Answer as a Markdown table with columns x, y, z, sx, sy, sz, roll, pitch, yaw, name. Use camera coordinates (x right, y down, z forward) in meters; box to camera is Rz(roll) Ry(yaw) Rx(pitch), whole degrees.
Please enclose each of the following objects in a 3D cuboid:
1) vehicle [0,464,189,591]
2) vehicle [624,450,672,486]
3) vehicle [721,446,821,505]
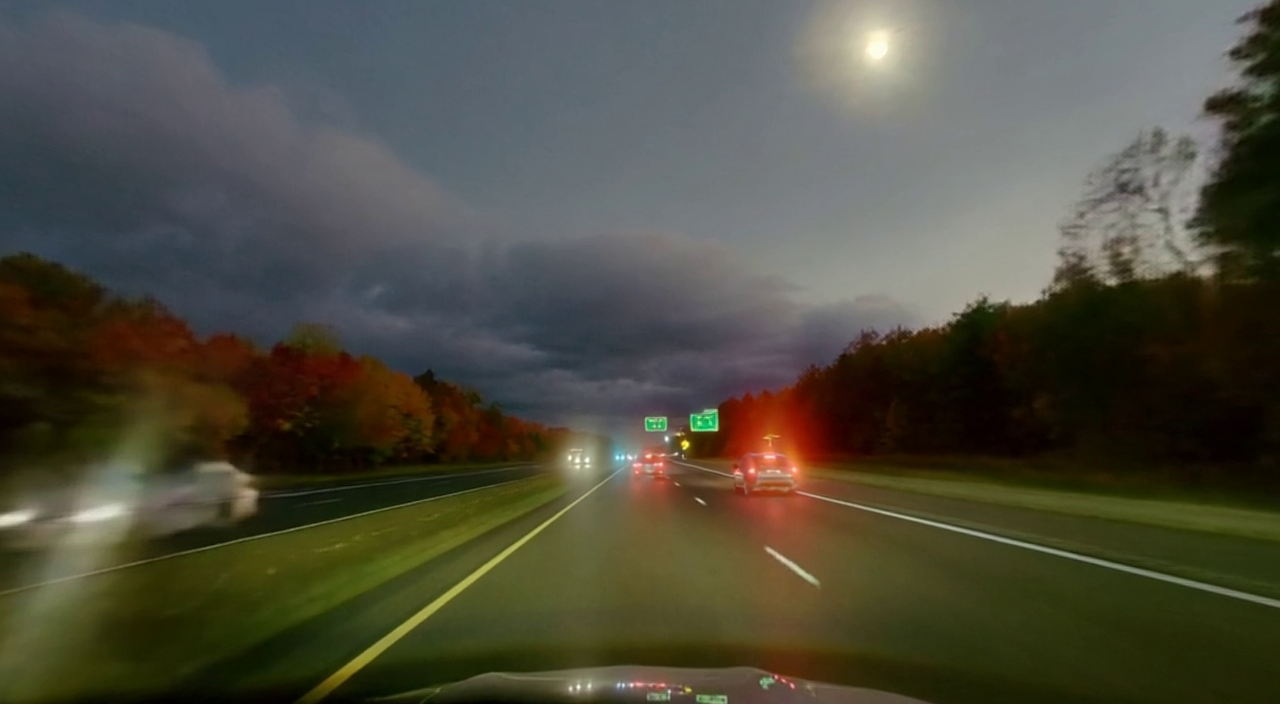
| x | y | z | sx | sy | sz | roll | pitch | yaw | name |
| --- | --- | --- | --- | --- | --- | --- | --- | --- | --- |
| -8.867 | 2.365 | 8.728 | 1.839 | 1.487 | 4.458 | 0 | -9 | 0 | vehicle |
| 0.364 | 5.380 | 29.495 | 2.070 | 1.546 | 4.648 | 0 | -9 | 1 | vehicle |
| 3.845 | 3.696 | 19.176 | 2.119 | 1.557 | 4.163 | 0 | -9 | -1 | vehicle |
